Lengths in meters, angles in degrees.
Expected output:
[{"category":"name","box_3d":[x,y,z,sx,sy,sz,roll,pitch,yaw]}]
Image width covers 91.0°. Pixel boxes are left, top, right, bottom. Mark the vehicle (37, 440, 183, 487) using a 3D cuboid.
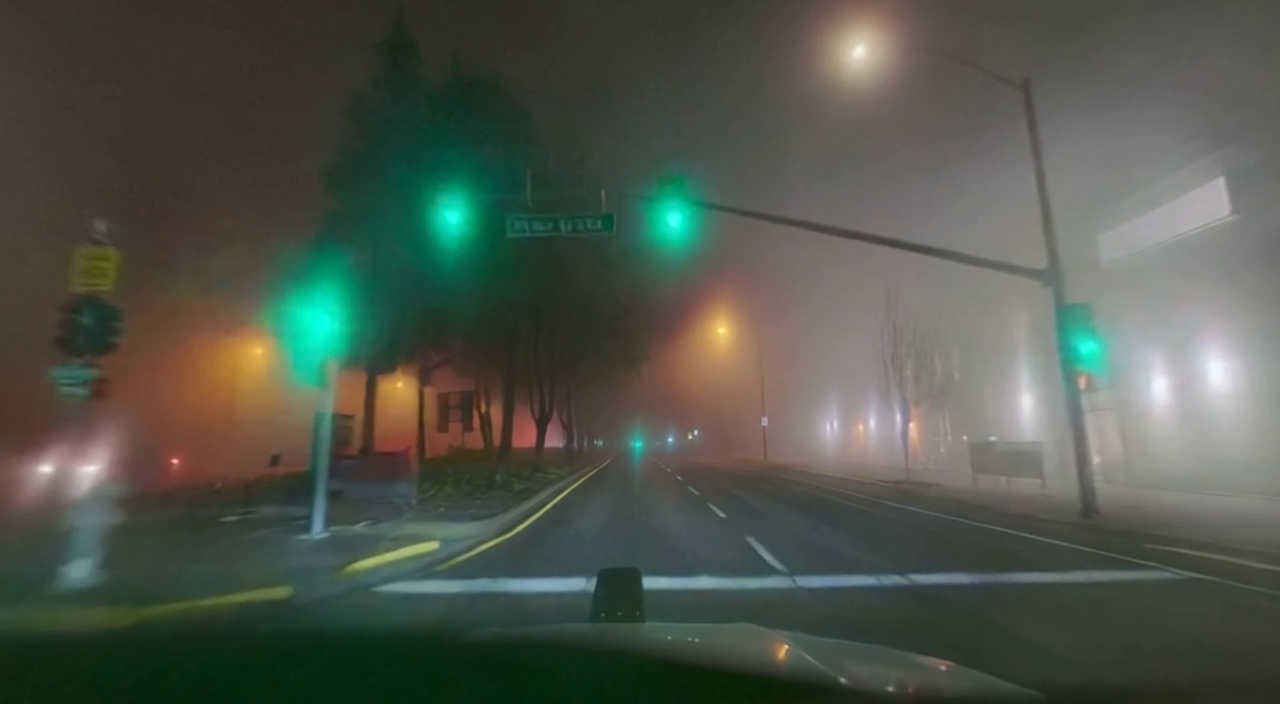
[{"category":"vehicle","box_3d":[-21.506,4.517,25.864,2.016,1.705,4.547,-1,-9,0]}]
